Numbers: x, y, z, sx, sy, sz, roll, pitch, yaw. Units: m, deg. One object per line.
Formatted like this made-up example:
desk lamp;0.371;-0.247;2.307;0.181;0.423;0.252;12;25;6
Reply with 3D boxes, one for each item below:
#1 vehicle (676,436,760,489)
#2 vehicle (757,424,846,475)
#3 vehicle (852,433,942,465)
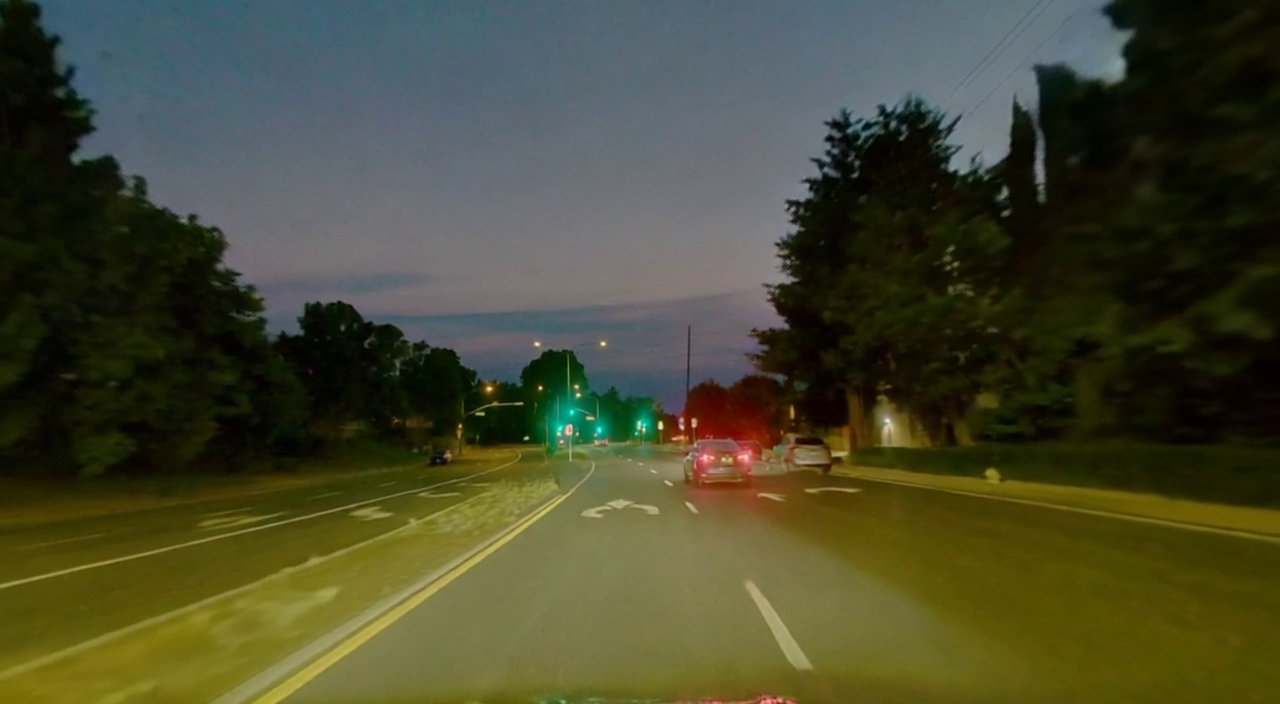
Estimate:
vehicle;2.341;3.453;19.976;1.960;1.479;4.086;0;-9;-2
vehicle;6.565;4.048;26.241;2.065;1.861;4.704;0;-9;-5
vehicle;12.555;4.777;30.961;3.635;1.482;1.879;-2;-9;6
